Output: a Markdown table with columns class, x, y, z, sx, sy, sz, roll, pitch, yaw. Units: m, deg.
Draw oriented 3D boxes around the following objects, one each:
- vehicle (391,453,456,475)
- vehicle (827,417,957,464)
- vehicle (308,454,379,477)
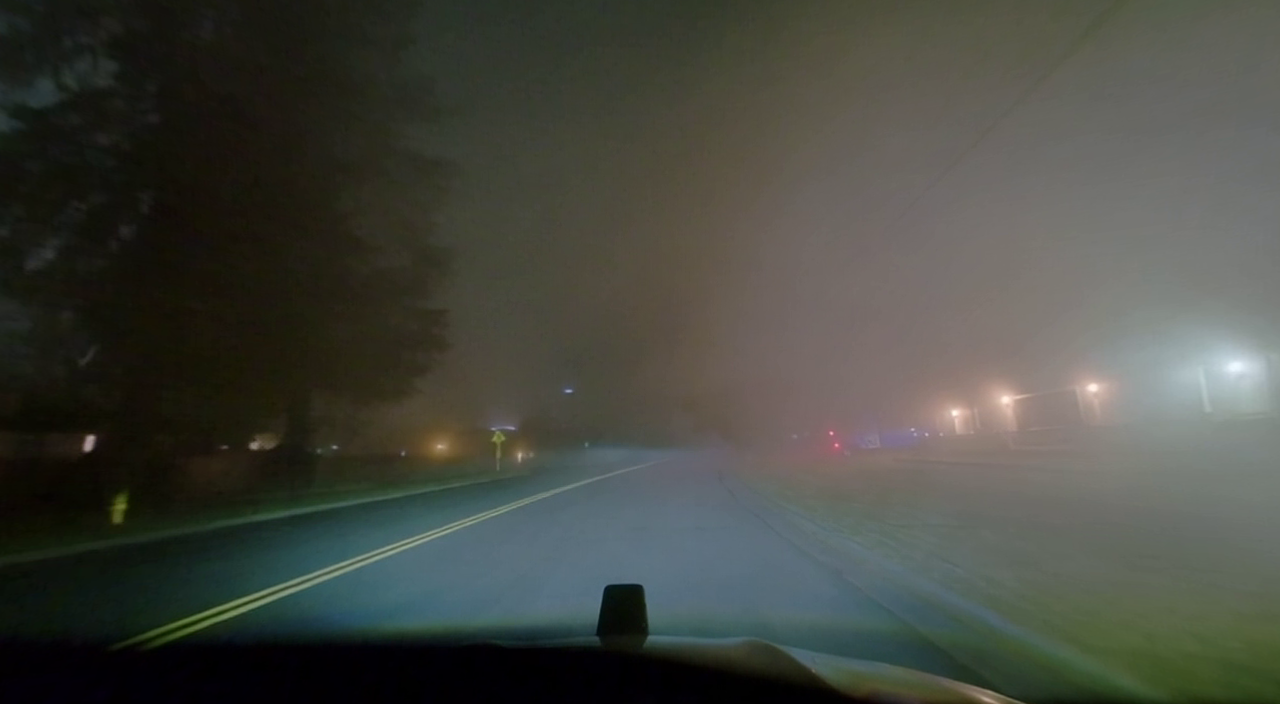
| class | x | y | z | sx | sy | sz | roll | pitch | yaw |
| --- | --- | --- | --- | --- | --- | --- | --- | --- | --- |
| vehicle | -16.748 | 8.675 | 48.824 | 4.270 | 1.481 | 1.972 | -4 | -9 | 12 |
| vehicle | 12.731 | 4.576 | 32.305 | 5.704 | 1.788 | 2.095 | -7 | -11 | 11 |
| vehicle | -23.482 | 8.967 | 49.991 | 4.751 | 1.489 | 2.052 | -5 | -9 | 9 |
